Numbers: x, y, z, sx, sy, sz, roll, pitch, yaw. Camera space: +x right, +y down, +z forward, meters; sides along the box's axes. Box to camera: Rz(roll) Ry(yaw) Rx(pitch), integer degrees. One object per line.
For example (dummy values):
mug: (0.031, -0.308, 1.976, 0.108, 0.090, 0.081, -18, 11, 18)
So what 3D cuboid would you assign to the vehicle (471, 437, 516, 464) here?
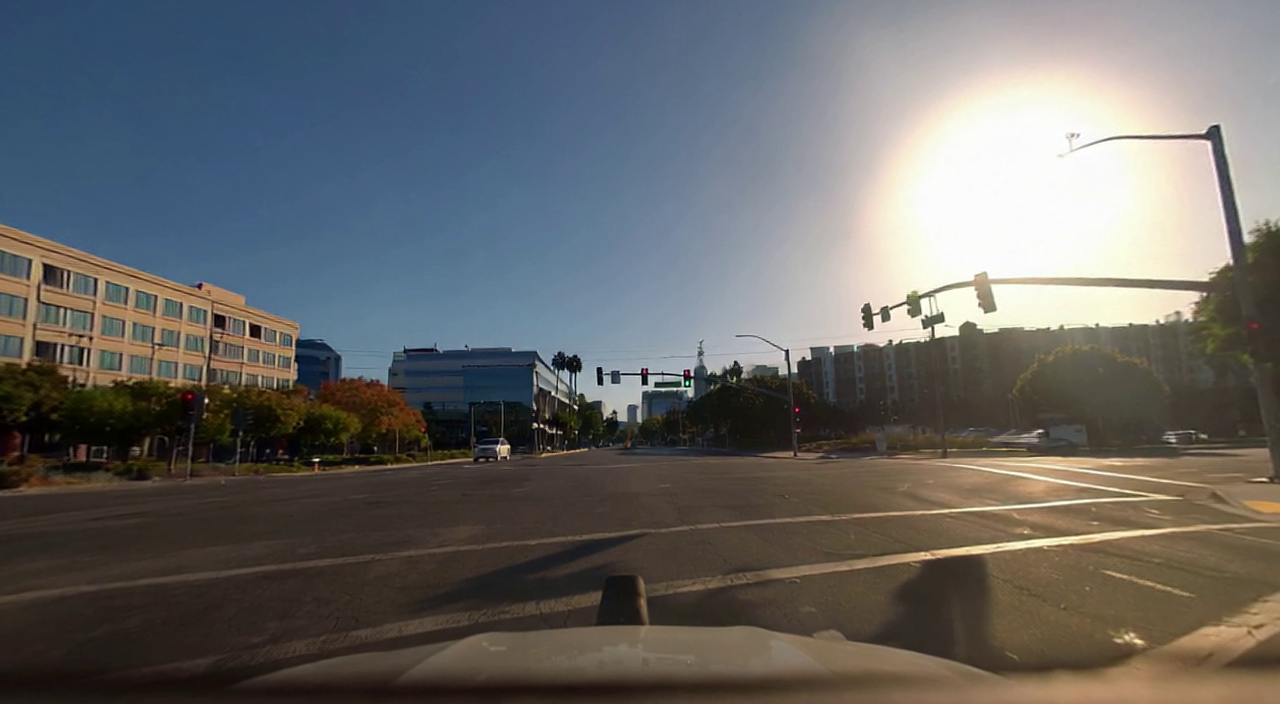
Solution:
vehicle: (-9.735, 6.615, 42.365, 1.988, 1.692, 4.412, 0, -8, 0)
